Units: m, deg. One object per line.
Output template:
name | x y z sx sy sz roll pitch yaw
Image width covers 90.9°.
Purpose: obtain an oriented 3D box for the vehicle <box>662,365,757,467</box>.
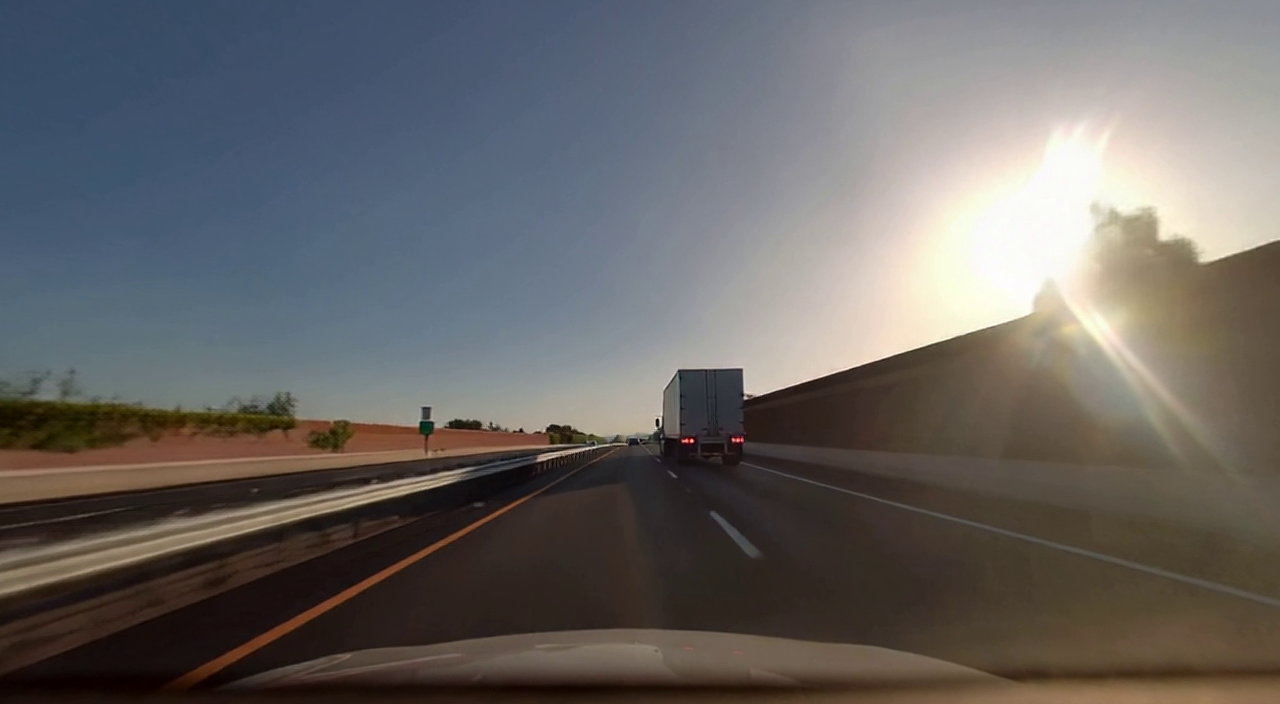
vehicle | 2.979 3.434 31.835 2.924 4.024 13.639 0 -8 -1
